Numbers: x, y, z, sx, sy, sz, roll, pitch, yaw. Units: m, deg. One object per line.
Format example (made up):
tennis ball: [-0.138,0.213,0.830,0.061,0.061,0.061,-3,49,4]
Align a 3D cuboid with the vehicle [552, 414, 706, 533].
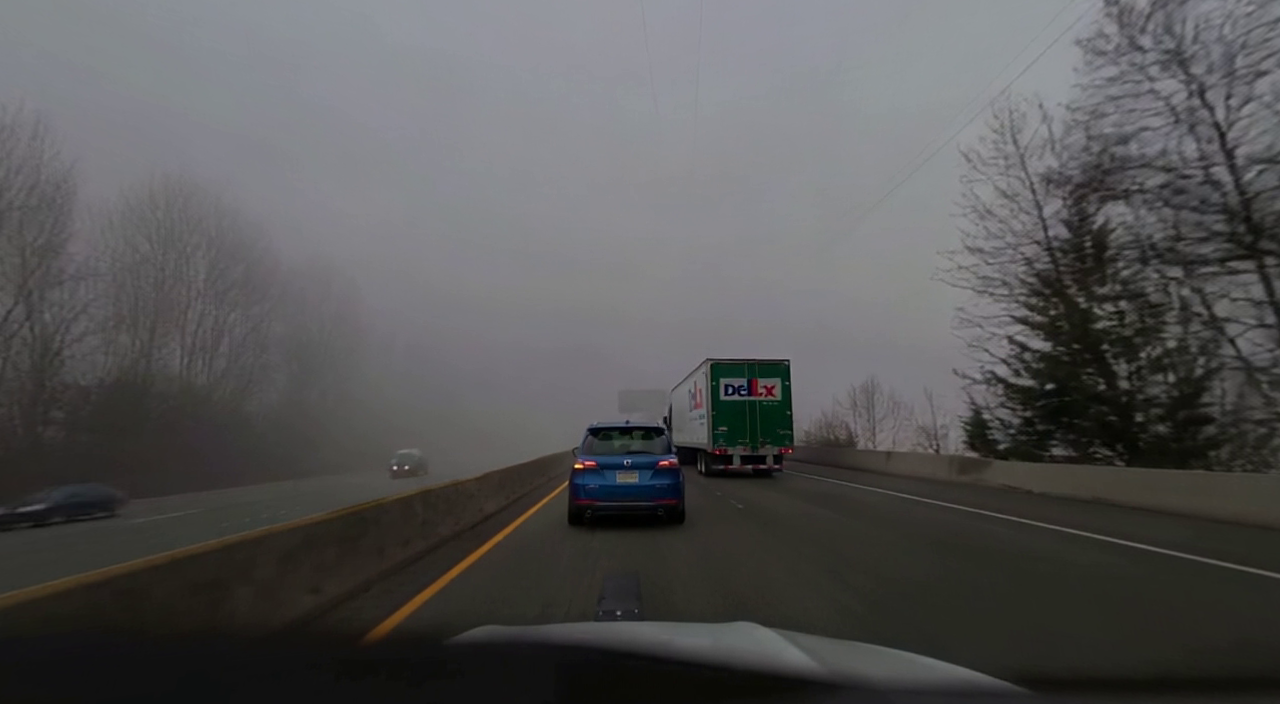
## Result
vehicle: [-0.185,1.903,10.455,2.062,1.581,3.914,0,-8,-1]

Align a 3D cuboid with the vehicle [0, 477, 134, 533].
vehicle: [-19.655,5.106,21.351,1.794,1.463,3.891,0,-8,-4]

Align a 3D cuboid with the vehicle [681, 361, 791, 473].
vehicle: [3.600,2.827,26.217,2.835,3.872,8.916,0,-8,-2]
